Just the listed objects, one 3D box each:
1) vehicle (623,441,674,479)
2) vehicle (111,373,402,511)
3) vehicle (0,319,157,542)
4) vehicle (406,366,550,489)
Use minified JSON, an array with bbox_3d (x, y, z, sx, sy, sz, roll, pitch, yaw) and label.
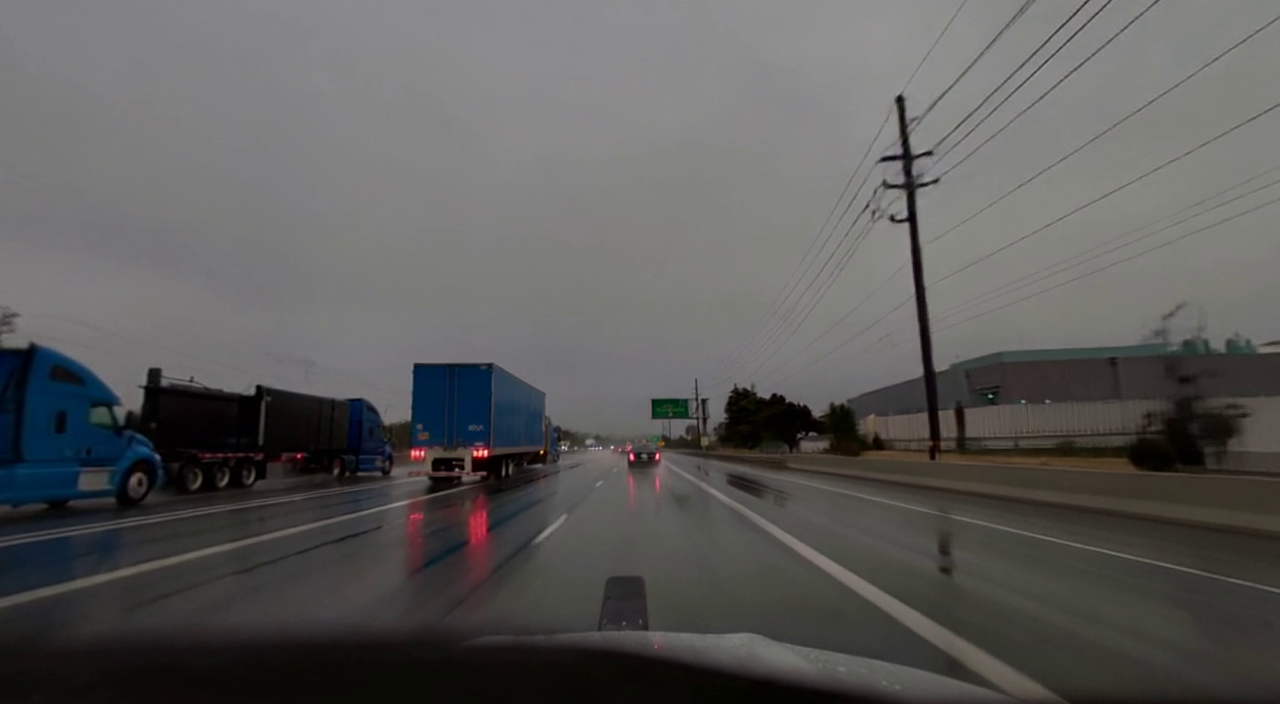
[{"bbox_3d":[0.330,4.665,27.554,2.055,1.514,4.323,0,-8,-1],"label":"vehicle"},{"bbox_3d":[-10.534,2.743,19.185,2.896,3.140,9.491,0,-8,0],"label":"vehicle"},{"bbox_3d":[-10.559,1.018,8.249,2.722,3.172,7.167,0,-8,0],"label":"vehicle"},{"bbox_3d":[-6.452,3.614,28.603,2.907,4.081,15.311,0,-9,-2],"label":"vehicle"}]
